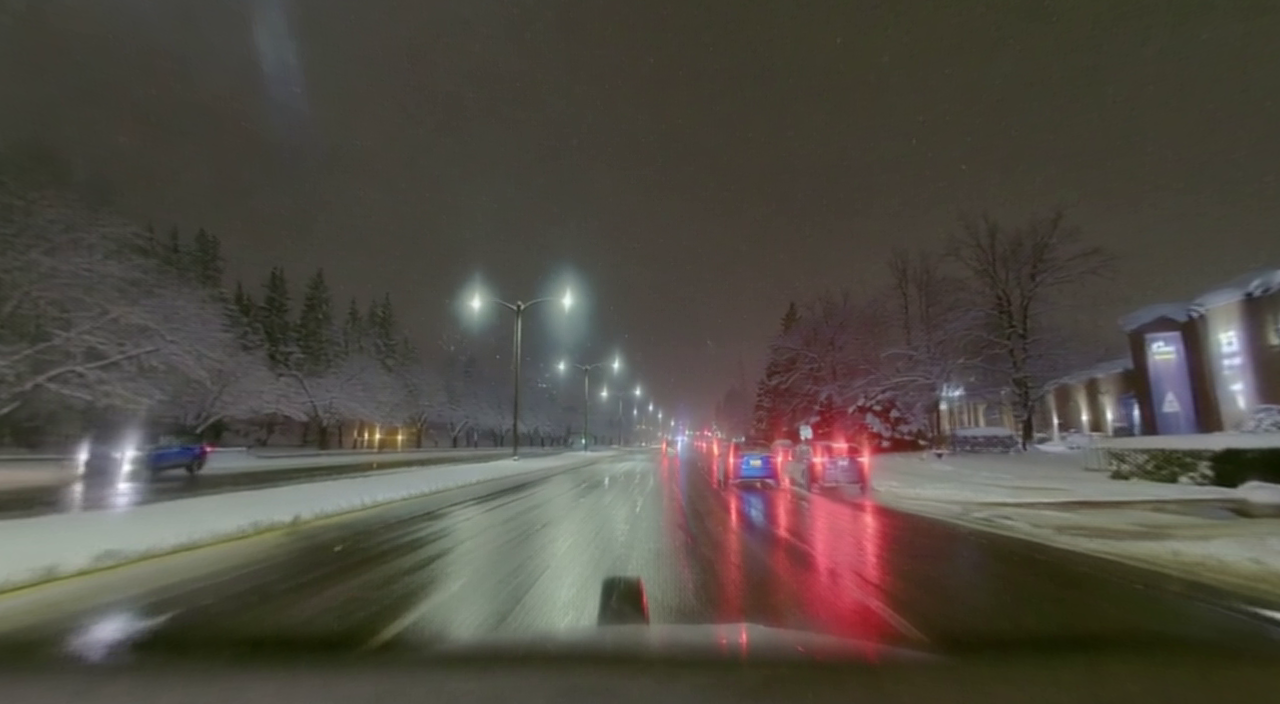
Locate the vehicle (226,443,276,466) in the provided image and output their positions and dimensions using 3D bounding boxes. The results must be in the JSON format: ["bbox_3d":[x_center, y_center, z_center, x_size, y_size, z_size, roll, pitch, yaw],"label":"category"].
[{"bbox_3d":[-29.299,7.667,47.386,4.266,1.583,2.078,-8,-12,43],"label":"vehicle"}]

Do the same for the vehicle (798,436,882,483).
[{"bbox_3d":[8.357,4.505,26.808,2.104,1.801,4.628,0,-8,1],"label":"vehicle"}]

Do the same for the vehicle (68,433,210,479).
[{"bbox_3d":[-19.446,4.057,24.796,2.140,1.626,4.526,1,-8,-5],"label":"vehicle"}]

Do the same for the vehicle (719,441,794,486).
[{"bbox_3d":[4.176,4.065,23.355,1.981,1.499,4.536,0,-8,1],"label":"vehicle"}]
